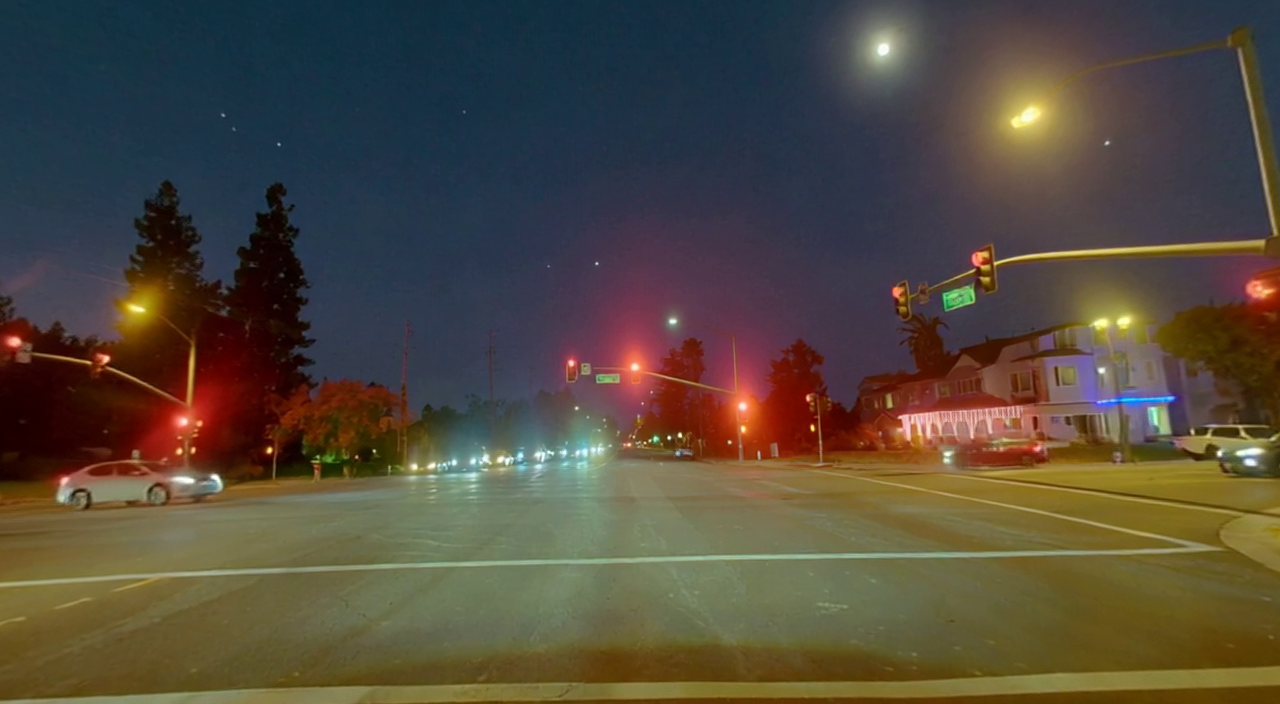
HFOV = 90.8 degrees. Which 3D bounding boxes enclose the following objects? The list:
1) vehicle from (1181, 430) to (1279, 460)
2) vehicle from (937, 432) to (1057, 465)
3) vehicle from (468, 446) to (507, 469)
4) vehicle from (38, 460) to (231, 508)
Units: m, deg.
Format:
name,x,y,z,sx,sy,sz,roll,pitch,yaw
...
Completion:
name,x,y,z,sx,sy,sz,roll,pitch,yaw
vehicle,31.308,4.885,33.028,4.318,1.488,1.870,0,-9,-1
vehicle,17.804,4.860,31.781,4.873,1.539,1.932,-3,-9,19
vehicle,-10.726,7.456,44.747,1.881,1.509,3.377,0,-9,1
vehicle,-16.934,4.440,21.367,4.823,1.449,2.017,-1,-9,1
